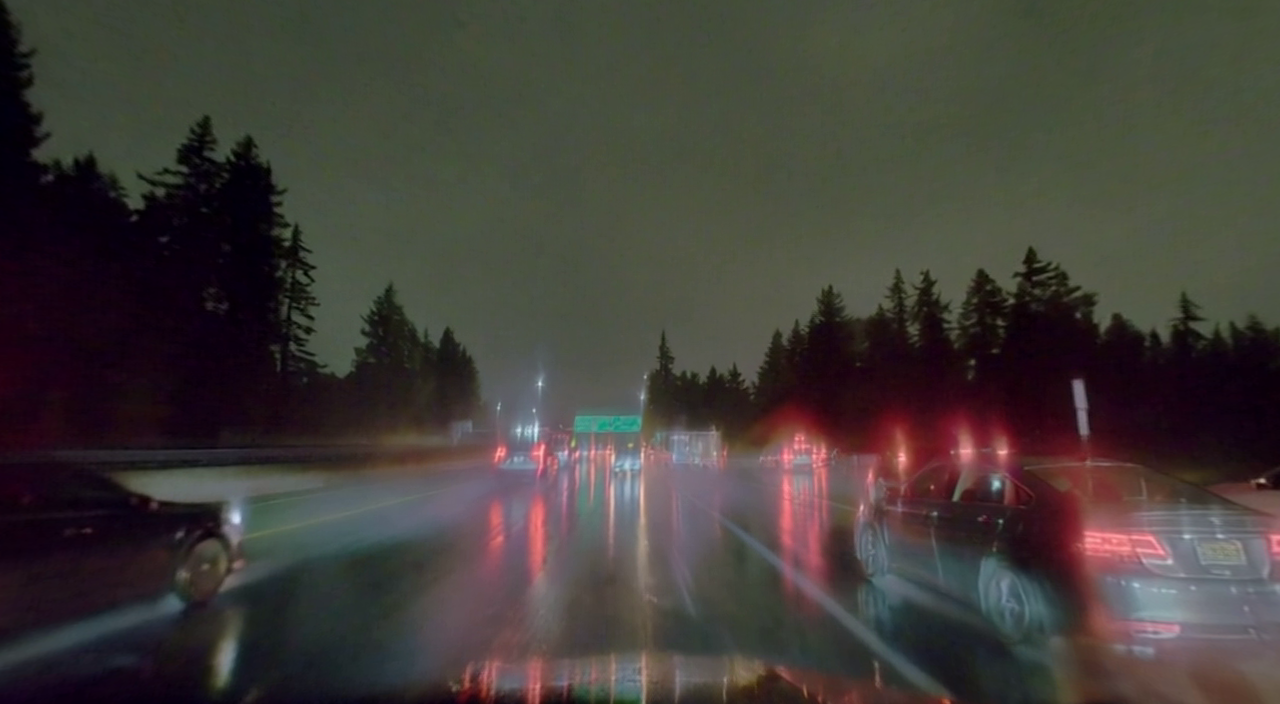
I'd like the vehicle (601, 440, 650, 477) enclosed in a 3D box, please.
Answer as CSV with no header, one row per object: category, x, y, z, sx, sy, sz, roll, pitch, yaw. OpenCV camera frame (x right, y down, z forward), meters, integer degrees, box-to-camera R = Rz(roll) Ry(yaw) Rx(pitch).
vehicle,-0.668,5.182,30.805,2.235,1.682,4.094,0,-9,-1

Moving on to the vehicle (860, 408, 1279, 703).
vehicle,3.055,1.187,3.590,2.031,1.504,4.327,0,-9,0

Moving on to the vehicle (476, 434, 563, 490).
vehicle,-4.195,3.921,22.848,2.176,1.783,4.799,0,-9,0

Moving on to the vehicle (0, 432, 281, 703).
vehicle,-4.120,1.128,3.237,1.947,1.424,4.264,0,-9,1

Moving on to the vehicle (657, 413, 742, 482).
vehicle,3.007,5.472,36.304,3.426,3.279,12.313,0,-9,-1
